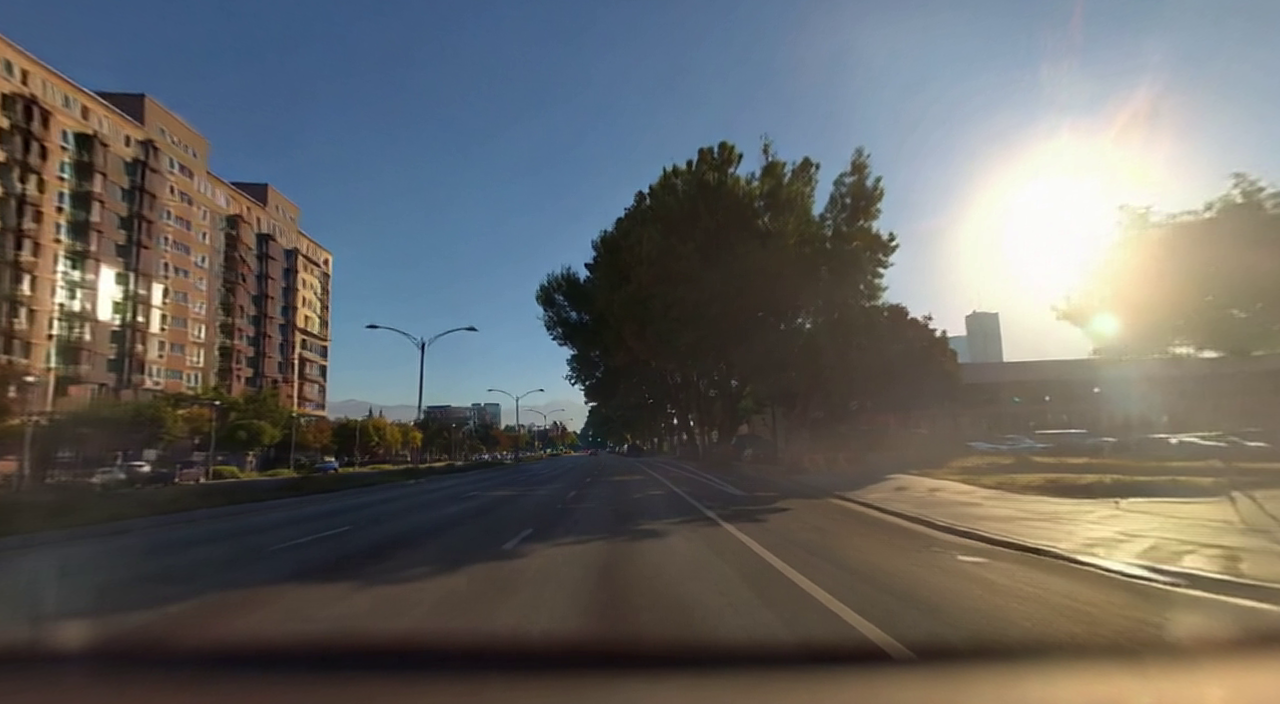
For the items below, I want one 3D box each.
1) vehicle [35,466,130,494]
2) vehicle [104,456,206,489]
[{"bbox_3d":[-33.537,7.691,38.211,1.868,1.467,4.423,0,-8,-3],"label":"vehicle"},{"bbox_3d":[-33.672,8.321,44.160,2.483,2.000,6.110,0,-8,-2],"label":"vehicle"}]
